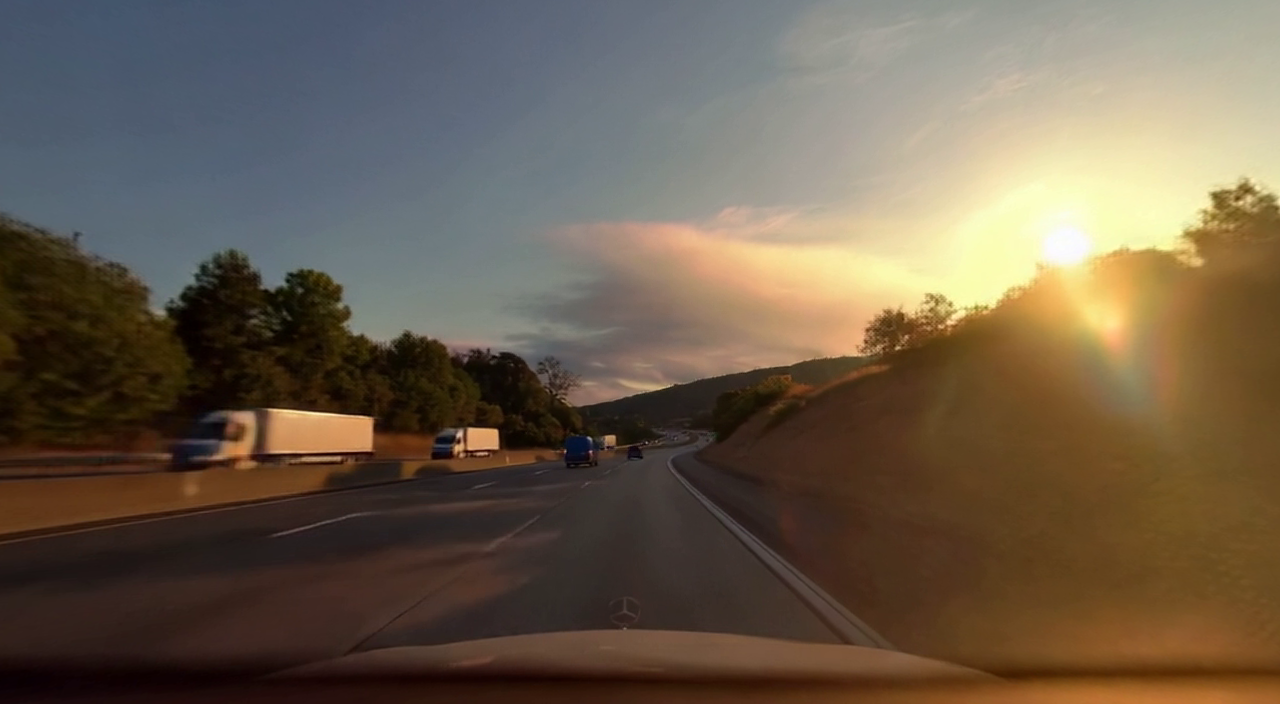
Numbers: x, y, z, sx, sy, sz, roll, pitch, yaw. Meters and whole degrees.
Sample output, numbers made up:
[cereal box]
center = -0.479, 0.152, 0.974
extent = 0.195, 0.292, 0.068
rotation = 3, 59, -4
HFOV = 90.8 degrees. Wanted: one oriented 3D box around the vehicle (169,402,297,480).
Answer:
[vehicle]
center = -22.712, 5.071, 35.707
extent = 2.978, 3.973, 5.910
rotation = -1, -9, 2
